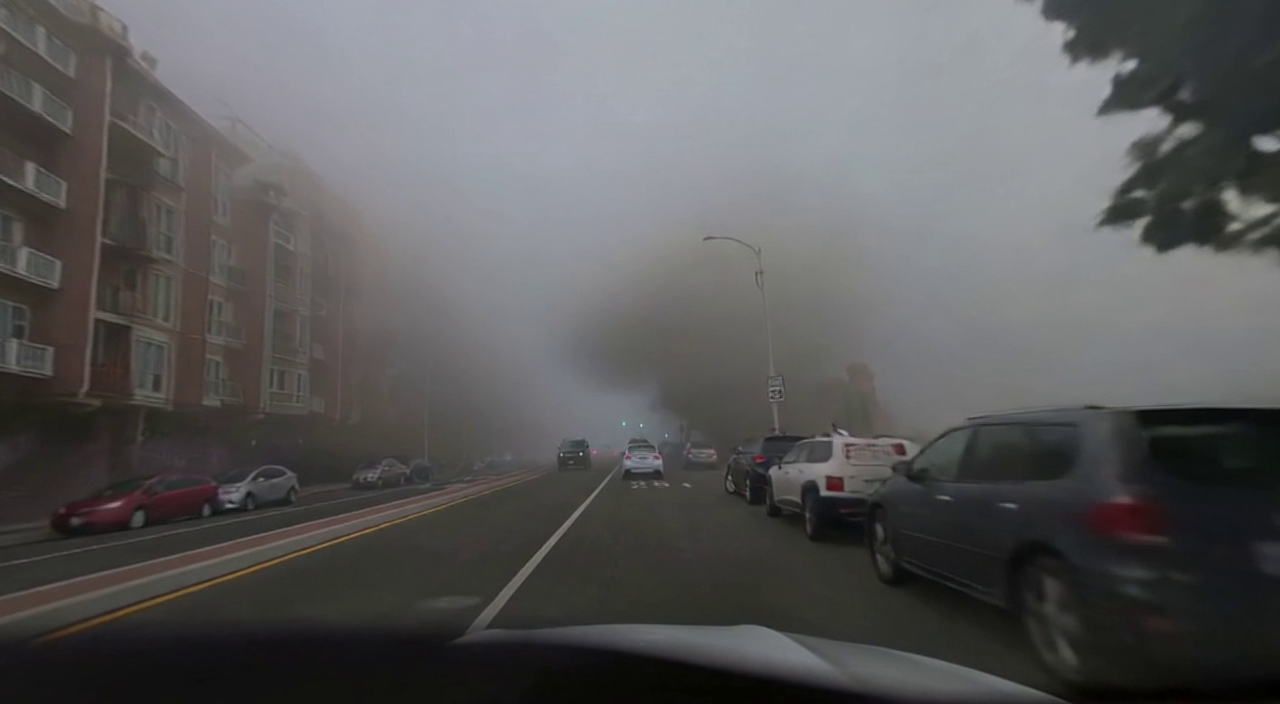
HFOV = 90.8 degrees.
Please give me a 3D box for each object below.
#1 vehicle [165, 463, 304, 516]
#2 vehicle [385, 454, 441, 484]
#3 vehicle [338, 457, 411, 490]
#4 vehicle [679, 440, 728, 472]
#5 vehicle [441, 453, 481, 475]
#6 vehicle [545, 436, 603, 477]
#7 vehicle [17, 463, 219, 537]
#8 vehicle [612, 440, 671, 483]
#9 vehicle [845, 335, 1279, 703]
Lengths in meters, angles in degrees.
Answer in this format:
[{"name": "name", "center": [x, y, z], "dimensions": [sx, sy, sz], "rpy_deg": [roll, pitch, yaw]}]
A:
[{"name": "vehicle", "center": [-13.673, 4.617, 21.661], "dimensions": [1.837, 1.470, 4.263], "rpy_deg": [0, -8, 1]}, {"name": "vehicle", "center": [-13.641, 7.030, 38.208], "dimensions": [1.839, 1.594, 4.055], "rpy_deg": [0, -8, 0]}, {"name": "vehicle", "center": [-13.691, 6.280, 32.858], "dimensions": [1.907, 1.480, 4.498], "rpy_deg": [0, -8, -1]}, {"name": "vehicle", "center": [3.222, 5.401, 32.987], "dimensions": [2.077, 1.532, 4.694], "rpy_deg": [0, -8, 0]}, {"name": "vehicle", "center": [-13.699, 8.578, 48.635], "dimensions": [1.844, 1.499, 4.421], "rpy_deg": [0, -8, 0]}, {"name": "vehicle", "center": [-2.909, 4.740, 28.808], "dimensions": [2.065, 1.705, 4.353], "rpy_deg": [0, -8, 1]}, {"name": "vehicle", "center": [-13.821, 3.889, 17.159], "dimensions": [1.887, 1.619, 4.208], "rpy_deg": [0, -8, -1]}, {"name": "vehicle", "center": [0.057, 4.070, 23.801], "dimensions": [2.026, 1.496, 3.701], "rpy_deg": [0, -8, 0]}, {"name": "vehicle", "center": [3.167, 1.138, 4.507], "dimensions": [1.906, 1.779, 4.494], "rpy_deg": [0, -8, 0]}]
